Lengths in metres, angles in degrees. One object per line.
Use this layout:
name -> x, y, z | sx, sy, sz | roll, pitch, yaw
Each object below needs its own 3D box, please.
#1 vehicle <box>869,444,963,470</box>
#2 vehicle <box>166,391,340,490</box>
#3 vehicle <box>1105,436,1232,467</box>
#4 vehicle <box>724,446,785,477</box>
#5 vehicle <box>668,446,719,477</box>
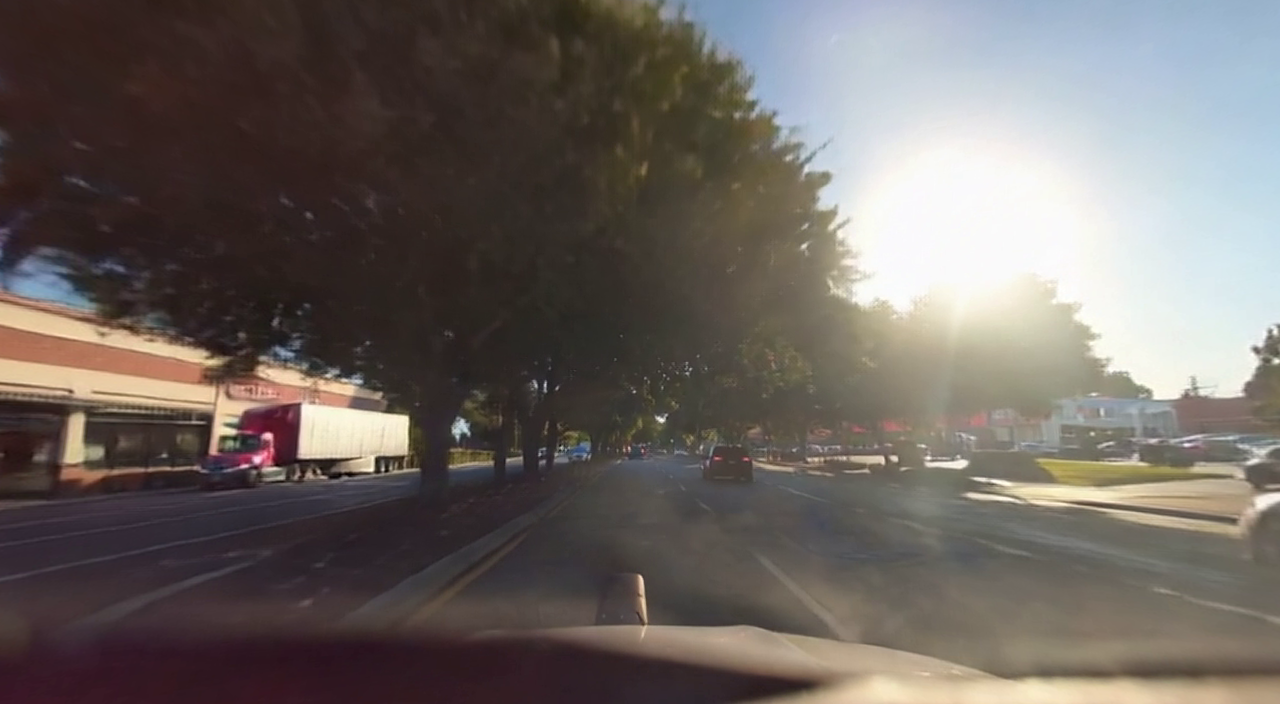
vehicle -> 16.637, 6.341, 38.284 | 4.679, 1.448, 2.178 | 0, -9, -4
vehicle -> -19.094, 4.541, 32.238 | 3.008, 4.297, 9.041 | 0, -9, 0
vehicle -> 36.145, 6.839, 43.445 | 2.545, 1.938, 5.985 | 4, -10, -28
vehicle -> 5.885, 5.677, 33.148 | 2.150, 1.485, 4.919 | 0, -9, -2
vehicle -> 2.681, 5.594, 32.514 | 2.099, 1.463, 4.365 | 0, -9, -2
